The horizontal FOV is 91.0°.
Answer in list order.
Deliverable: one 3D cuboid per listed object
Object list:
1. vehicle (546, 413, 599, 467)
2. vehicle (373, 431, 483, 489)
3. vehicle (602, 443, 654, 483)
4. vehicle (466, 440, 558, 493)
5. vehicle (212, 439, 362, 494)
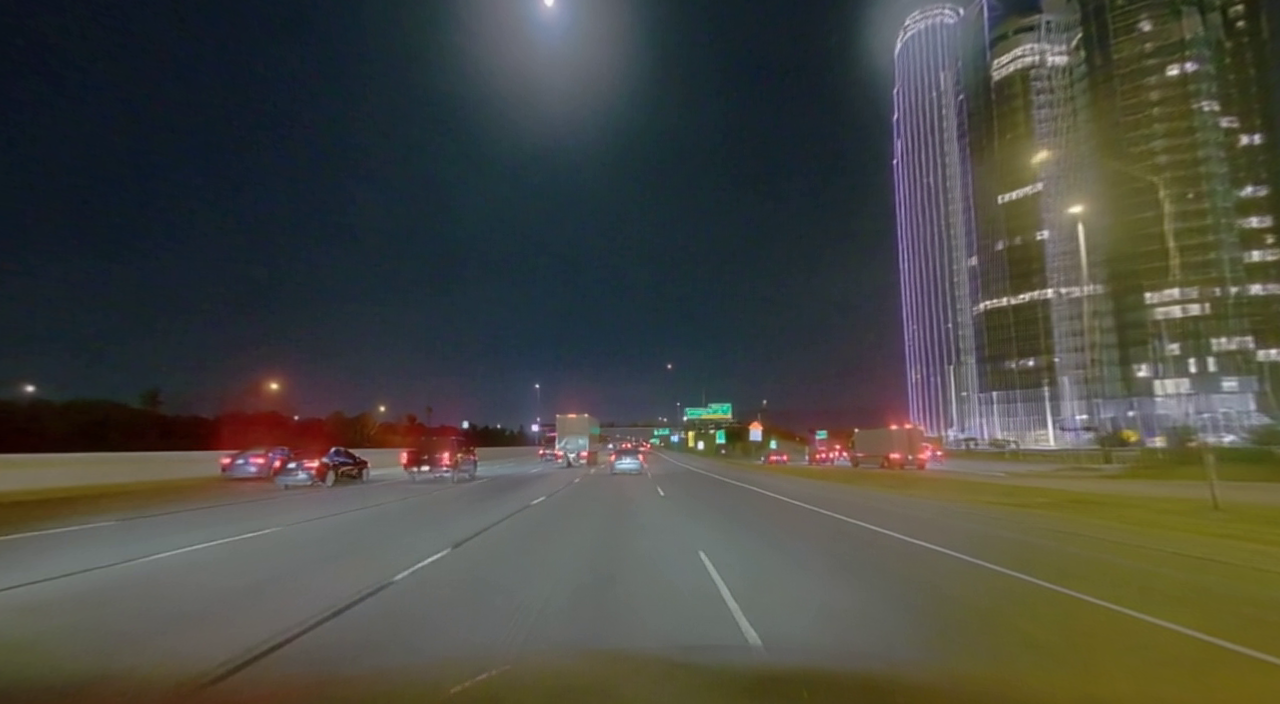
[{"bbox_3d":[-4.440,6.069,43.138,2.955,3.359,8.322,1,-9,-2],"label":"vehicle"},{"bbox_3d":[-7.392,3.815,22.576,2.190,1.821,4.800,0,-9,1],"label":"vehicle"},{"bbox_3d":[-0.464,4.520,25.939,1.991,1.488,3.922,0,-9,0],"label":"vehicle"},{"bbox_3d":[-4.036,3.671,20.565,2.016,1.497,4.235,0,-9,1],"label":"vehicle"},{"bbox_3d":[-10.913,3.564,19.970,1.987,1.495,4.710,0,-9,1],"label":"vehicle"}]
